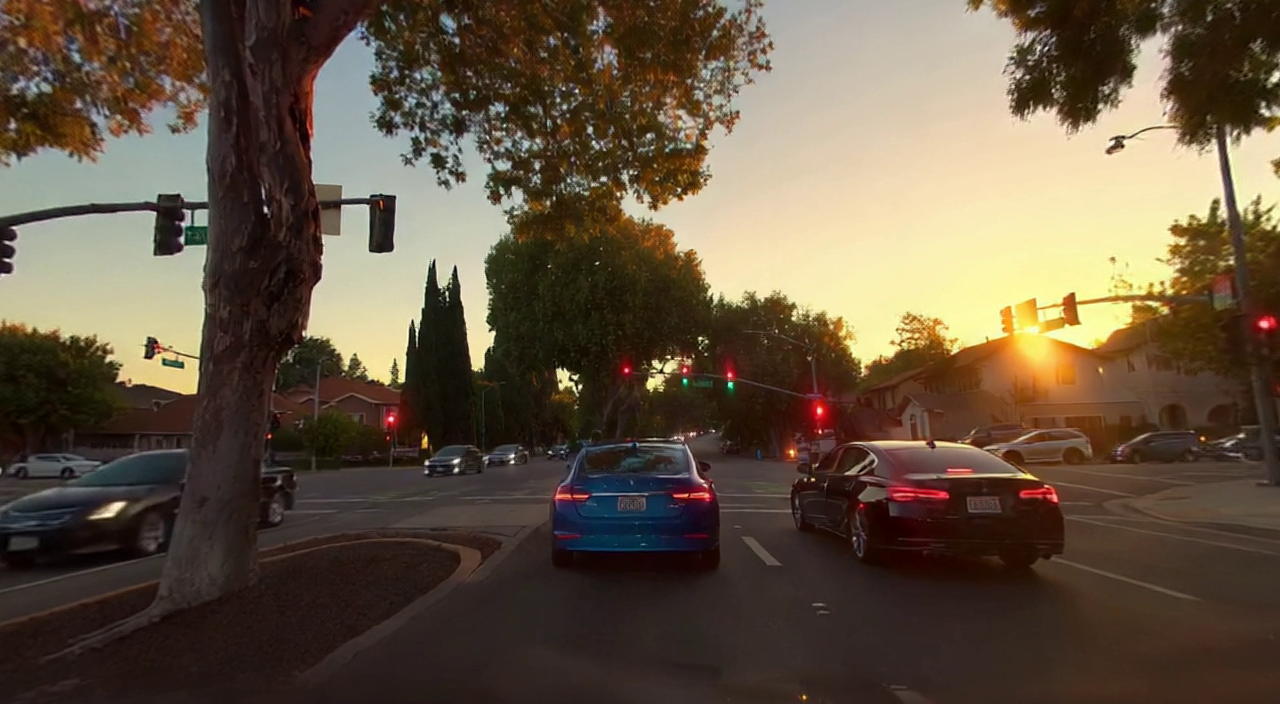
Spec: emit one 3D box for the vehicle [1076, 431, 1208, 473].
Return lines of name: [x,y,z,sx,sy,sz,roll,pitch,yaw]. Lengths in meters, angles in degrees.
vehicle: [23.985,4.787,30.315,4.520,1.762,2.005,-2,-8,-1]

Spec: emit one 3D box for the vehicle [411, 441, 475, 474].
vehicle: [-10.675,5.741,34.617,1.973,1.669,4.434,0,-8,1]

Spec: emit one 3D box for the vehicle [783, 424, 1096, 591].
vehicle: [3.210,1.732,7.889,1.913,1.505,4.097,0,-8,1]

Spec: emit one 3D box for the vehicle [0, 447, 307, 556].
vehicle: [-7.599,2.254,10.307,2.040,1.374,4.150,0,-8,0]

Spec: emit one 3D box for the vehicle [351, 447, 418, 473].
vehicle: [-17.381,7.319,43.280,1.893,1.658,4.474,-2,-9,14]

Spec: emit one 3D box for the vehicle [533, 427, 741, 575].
vehicle: [-0.056,1.816,8.509,2.103,1.478,4.073,0,-8,-1]

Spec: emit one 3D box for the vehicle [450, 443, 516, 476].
vehicle: [-7.567,5.210,30.970,2.003,1.480,4.633,0,-8,0]
